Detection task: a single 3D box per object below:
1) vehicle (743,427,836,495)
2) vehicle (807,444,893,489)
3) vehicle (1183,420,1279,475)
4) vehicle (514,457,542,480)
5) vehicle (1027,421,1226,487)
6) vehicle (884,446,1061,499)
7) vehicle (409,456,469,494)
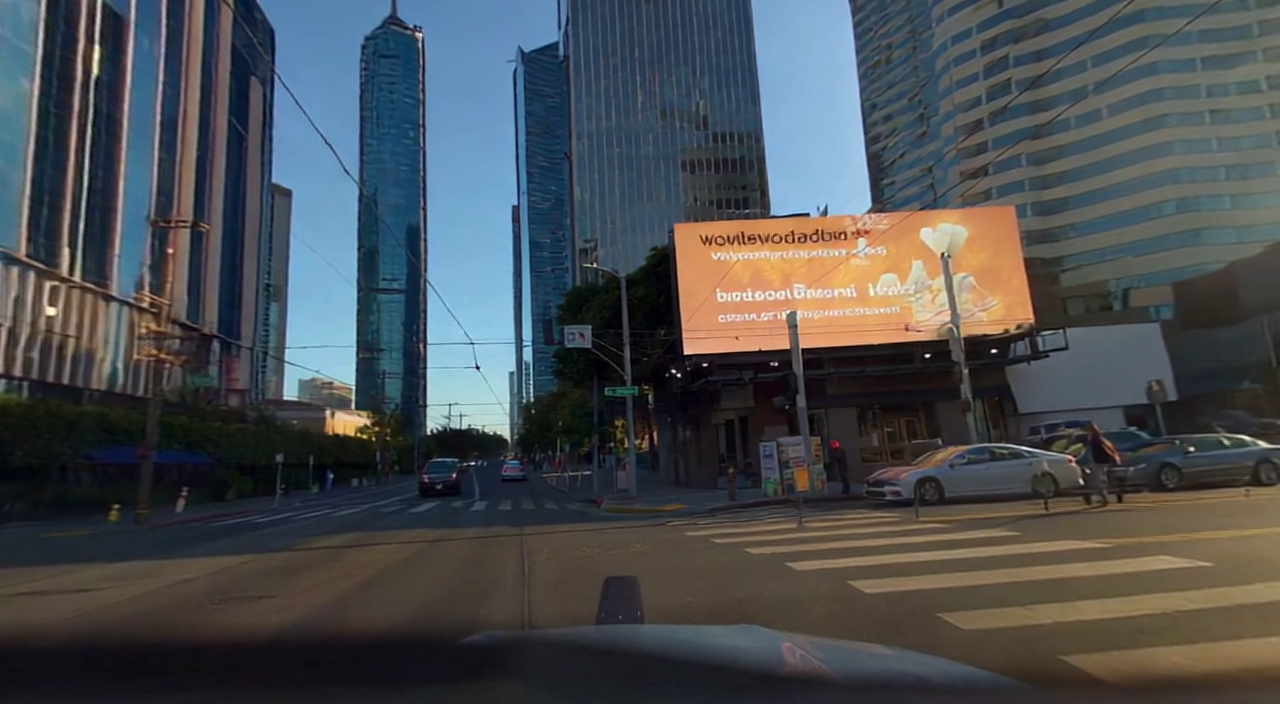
[{"bbox_3d":[5.827,4.268,25.306,2.316,2.425,4.466,1,-7,-5],"label":"vehicle"},{"bbox_3d":[8.421,4.630,25.734,1.856,1.627,4.098,2,-10,-4],"label":"vehicle"},{"bbox_3d":[21.177,3.195,21.130,4.431,1.713,1.906,1,-9,-6],"label":"vehicle"},{"bbox_3d":[-8.276,8.608,46.945,1.797,1.490,4.549,1,-9,-7],"label":"vehicle"},{"bbox_3d":[15.534,3.269,20.343,4.944,1.946,1.952,1,-8,-6],"label":"vehicle"},{"bbox_3d":[10.199,3.669,19.527,4.697,1.510,1.596,1,-8,-8],"label":"vehicle"},{"bbox_3d":[-10.680,6.547,33.973,2.121,1.792,4.510,1,-9,-5],"label":"vehicle"}]
